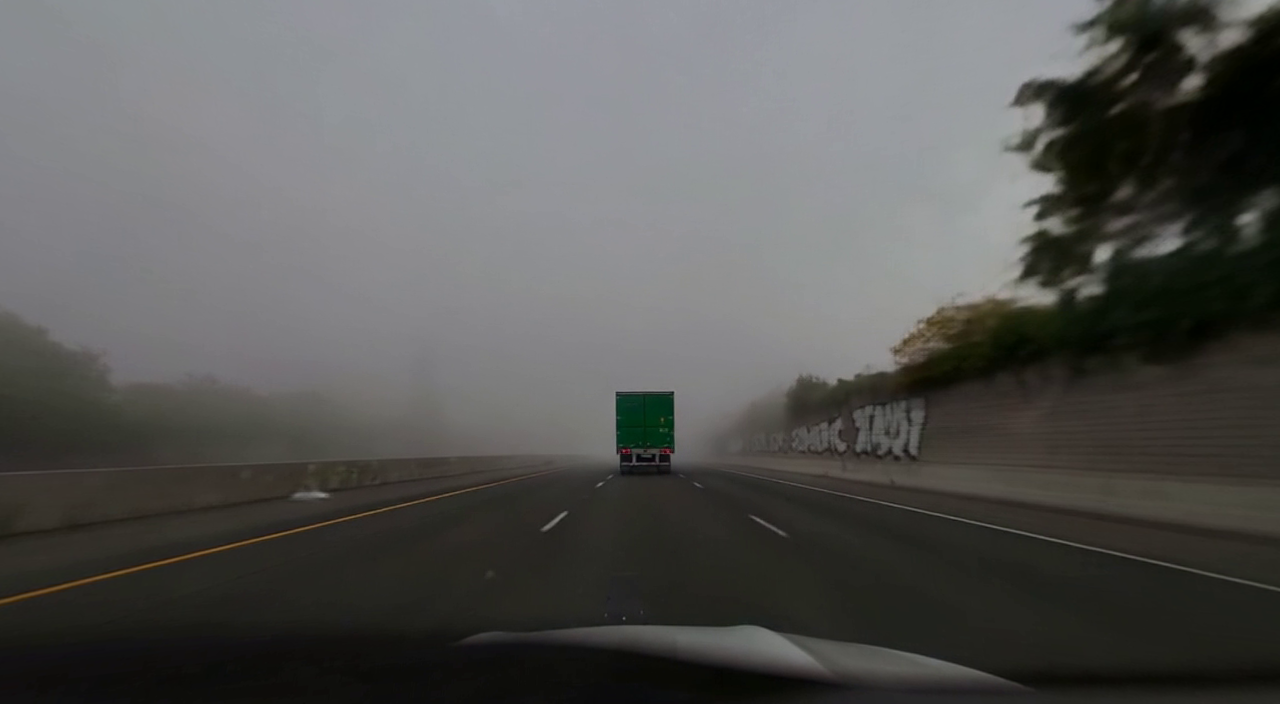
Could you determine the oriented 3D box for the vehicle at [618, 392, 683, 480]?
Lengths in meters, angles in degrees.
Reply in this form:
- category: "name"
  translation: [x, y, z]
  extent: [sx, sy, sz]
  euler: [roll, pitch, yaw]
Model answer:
- category: "vehicle"
  translation: [0.406, 4.573, 33.644]
  extent: [2.900, 3.955, 10.151]
  euler: [0, -9, -1]
